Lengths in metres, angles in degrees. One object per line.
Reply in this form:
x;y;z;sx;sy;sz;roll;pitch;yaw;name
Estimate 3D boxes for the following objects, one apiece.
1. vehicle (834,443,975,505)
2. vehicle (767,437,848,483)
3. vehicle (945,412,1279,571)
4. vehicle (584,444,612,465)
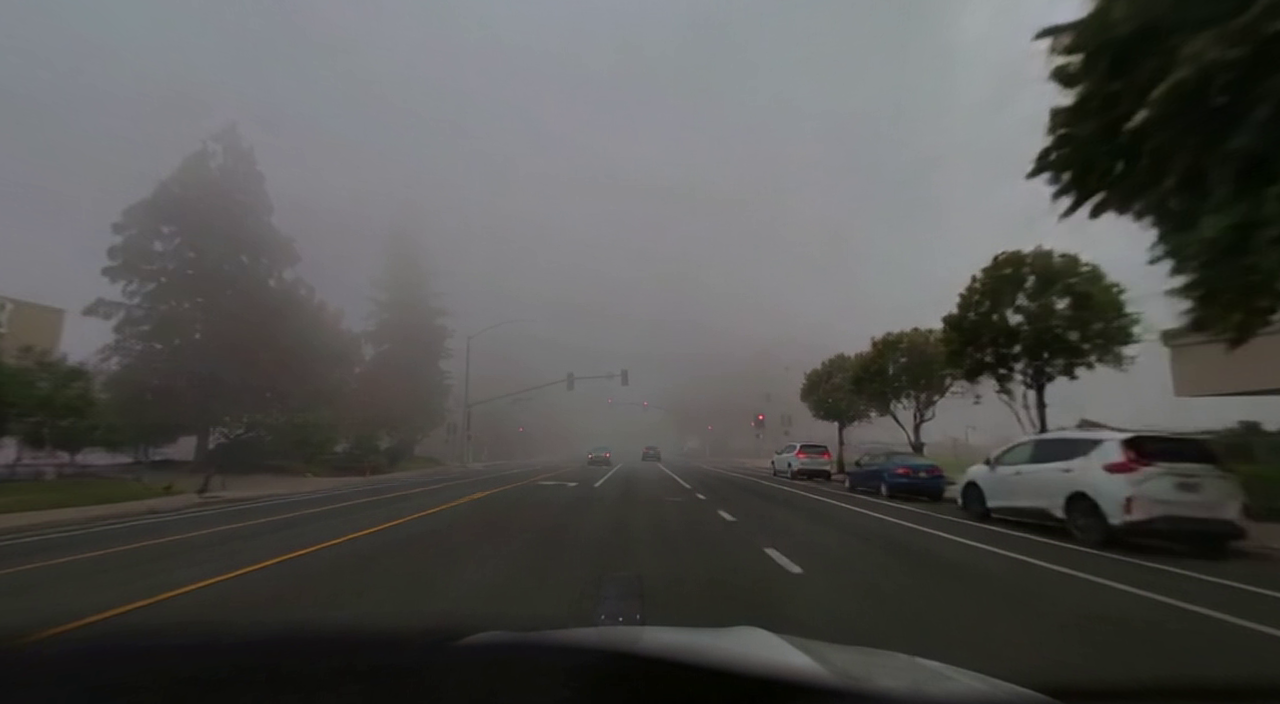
7.173;3.329;17.798;1.922;1.473;4.738;0;-9;0;vehicle
7.246;4.725;27.953;2.132;1.793;5.003;0;-9;-1;vehicle
7.186;2.038;10.018;2.088;1.848;4.936;0;-9;-2;vehicle
-3.221;7.957;49.320;1.915;1.553;3.846;0;-9;0;vehicle
